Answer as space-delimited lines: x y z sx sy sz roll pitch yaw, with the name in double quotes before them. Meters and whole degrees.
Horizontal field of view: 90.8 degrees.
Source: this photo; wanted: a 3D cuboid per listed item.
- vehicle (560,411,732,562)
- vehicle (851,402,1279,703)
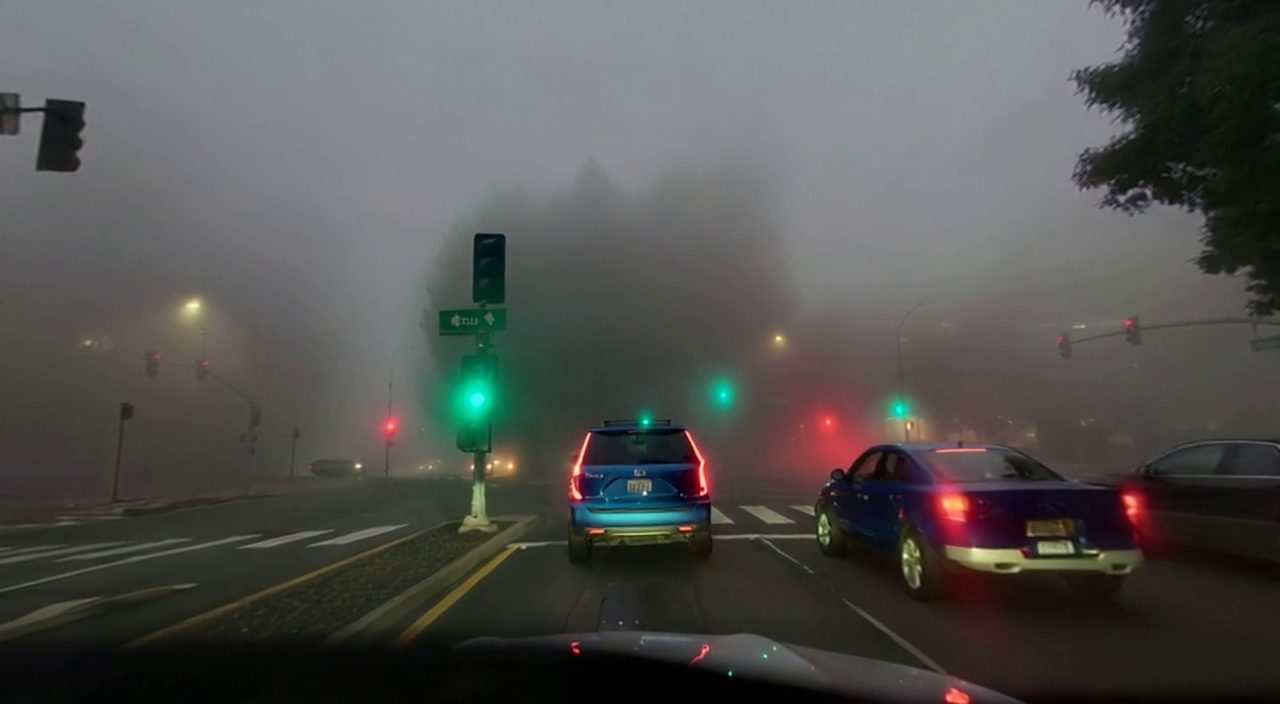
"vehicle" 0.012 1.933 9.774 2.085 1.807 4.038 0 -8 -2
"vehicle" 3.607 1.380 5.564 1.899 1.572 4.425 0 -8 -1
